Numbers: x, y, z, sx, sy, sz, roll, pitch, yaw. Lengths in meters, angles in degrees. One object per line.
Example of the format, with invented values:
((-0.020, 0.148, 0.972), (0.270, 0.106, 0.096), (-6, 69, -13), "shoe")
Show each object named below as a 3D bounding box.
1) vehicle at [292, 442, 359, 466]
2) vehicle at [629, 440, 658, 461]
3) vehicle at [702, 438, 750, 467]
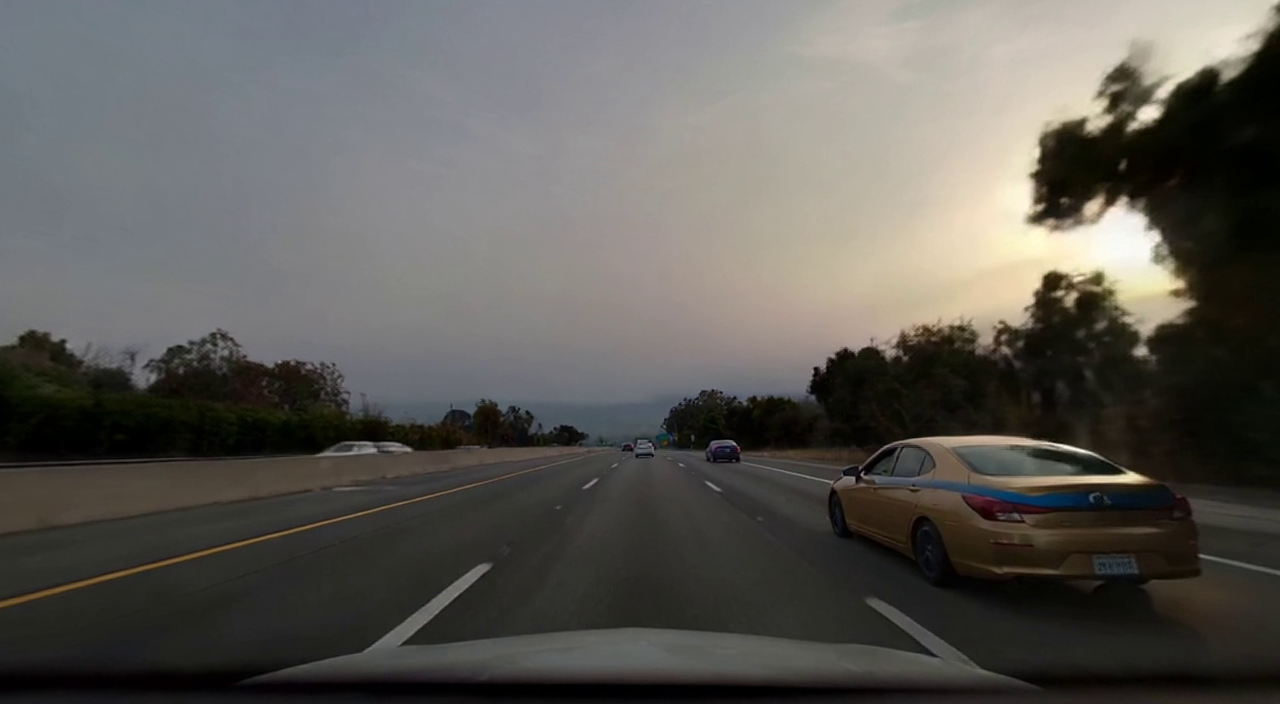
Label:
((-21.242, 6.871, 42.697), (1.901, 1.527, 4.992), (0, -8, 1), "vehicle")
((0.262, 7.232, 46.251), (2.052, 1.449, 3.857), (0, -8, 0), "vehicle")
((4.780, 5.628, 35.461), (2.008, 1.524, 4.598), (0, -8, 0), "vehicle")
